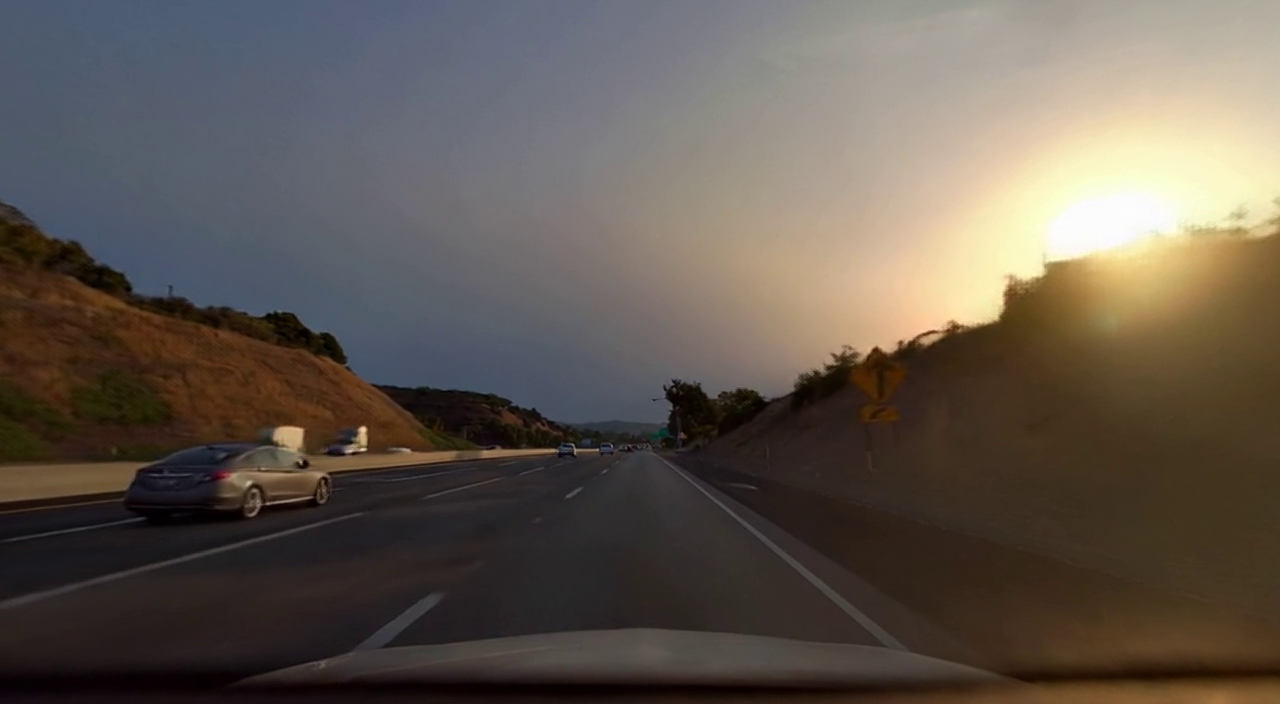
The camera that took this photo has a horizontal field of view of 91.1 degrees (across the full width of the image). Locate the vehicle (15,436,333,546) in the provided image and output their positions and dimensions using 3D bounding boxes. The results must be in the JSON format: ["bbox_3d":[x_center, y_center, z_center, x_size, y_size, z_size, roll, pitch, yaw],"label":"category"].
[{"bbox_3d":[-7.480,2.230,10.878,1.949,1.465,4.563,0,-8,1],"label":"vehicle"}]
